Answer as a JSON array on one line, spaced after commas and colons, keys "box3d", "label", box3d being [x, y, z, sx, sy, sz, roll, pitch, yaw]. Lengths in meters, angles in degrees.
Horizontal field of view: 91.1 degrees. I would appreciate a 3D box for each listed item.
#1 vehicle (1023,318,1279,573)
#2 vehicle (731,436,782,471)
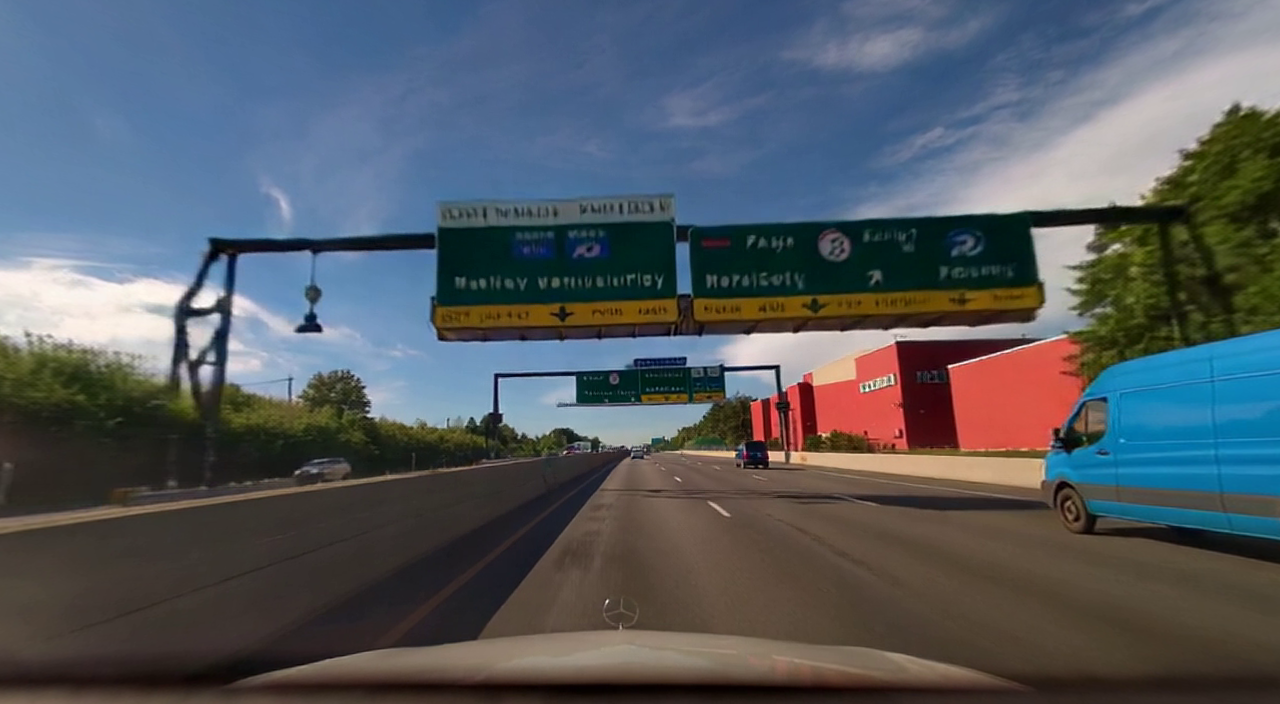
[{"box3d": [7.799, 1.137, 7.660, 2.283, 2.631, 6.053, 0, -9, -1], "label": "vehicle"}, {"box3d": [7.072, 6.236, 38.733, 2.156, 1.943, 5.010, 0, -9, -1], "label": "vehicle"}]
